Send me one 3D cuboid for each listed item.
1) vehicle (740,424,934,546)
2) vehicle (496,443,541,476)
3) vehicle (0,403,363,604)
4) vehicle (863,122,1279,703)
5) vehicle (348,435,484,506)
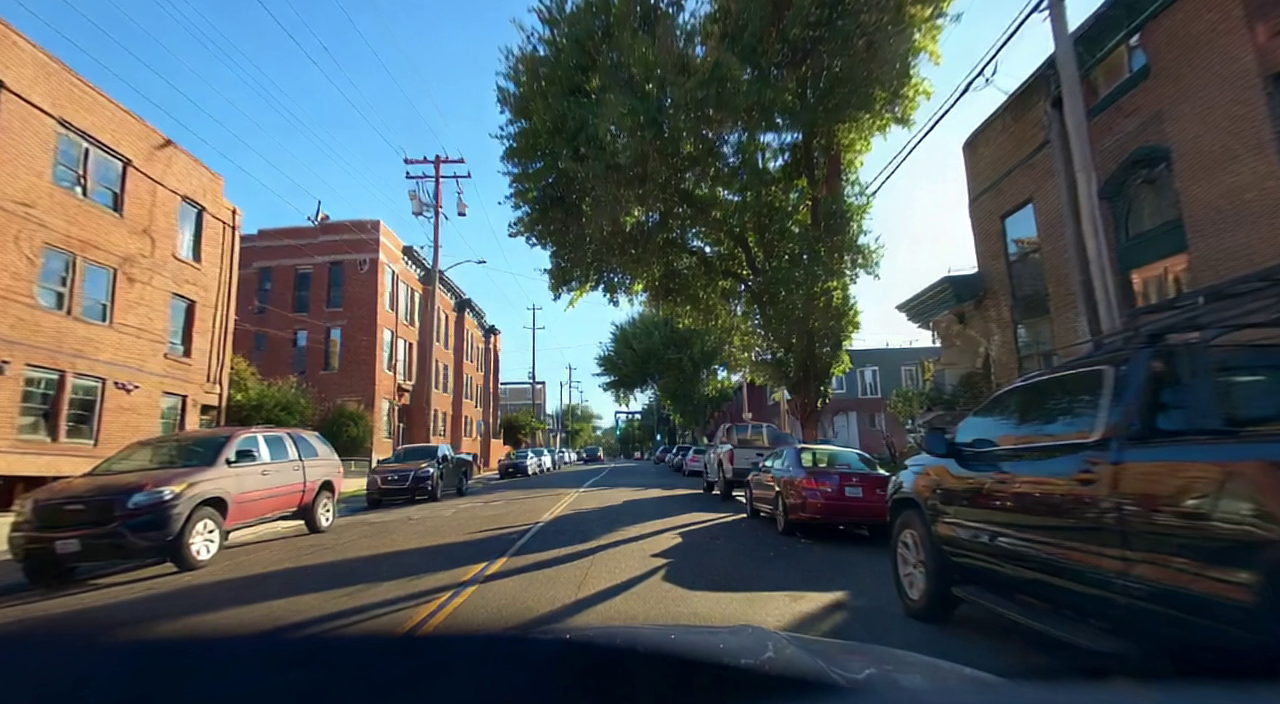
[{"bbox_3d":[3.066,2.148,10.842,1.896,1.675,4.000,0,-9,-2],"label":"vehicle"},{"bbox_3d":[-7.037,6.279,37.161,1.930,1.756,4.955,0,-8,-3],"label":"vehicle"},{"bbox_3d":[-6.726,2.067,9.849,2.235,2.119,6.061,0,-8,-2],"label":"vehicle"},{"bbox_3d":[3.467,0.534,3.075,2.458,2.439,5.621,0,-9,-3],"label":"vehicle"},{"bbox_3d":[-6.810,3.657,20.074,2.259,1.899,5.643,0,-8,0],"label":"vehicle"}]
